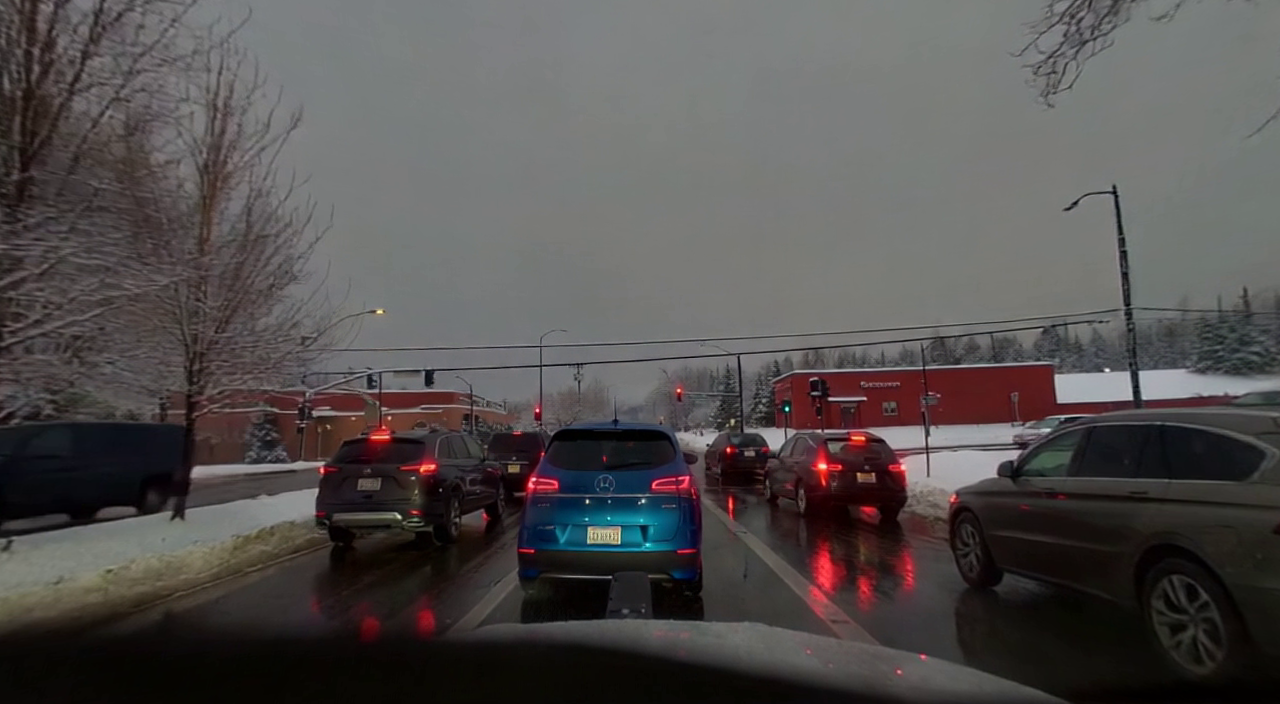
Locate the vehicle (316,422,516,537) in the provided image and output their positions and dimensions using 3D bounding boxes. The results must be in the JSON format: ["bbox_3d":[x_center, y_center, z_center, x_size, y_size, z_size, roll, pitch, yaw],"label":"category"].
[{"bbox_3d":[-3.774,2.232,11.635,2.012,1.701,4.316,0,-8,1],"label":"vehicle"}]

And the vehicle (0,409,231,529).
[{"bbox_3d":[-12.373,2.500,14.036,2.405,2.098,5.888,0,-8,2],"label":"vehicle"}]

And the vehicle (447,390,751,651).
[{"bbox_3d":[-0.158,1.415,6.313,2.022,1.700,4.084,0,-8,4],"label":"vehicle"}]

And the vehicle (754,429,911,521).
[{"bbox_3d":[3.647,2.399,12.775,1.847,1.554,3.885,0,-8,-2],"label":"vehicle"}]

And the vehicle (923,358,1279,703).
[{"bbox_3d":[4.149,1.202,4.929,2.014,1.740,4.515,-1,-8,4],"label":"vehicle"}]
